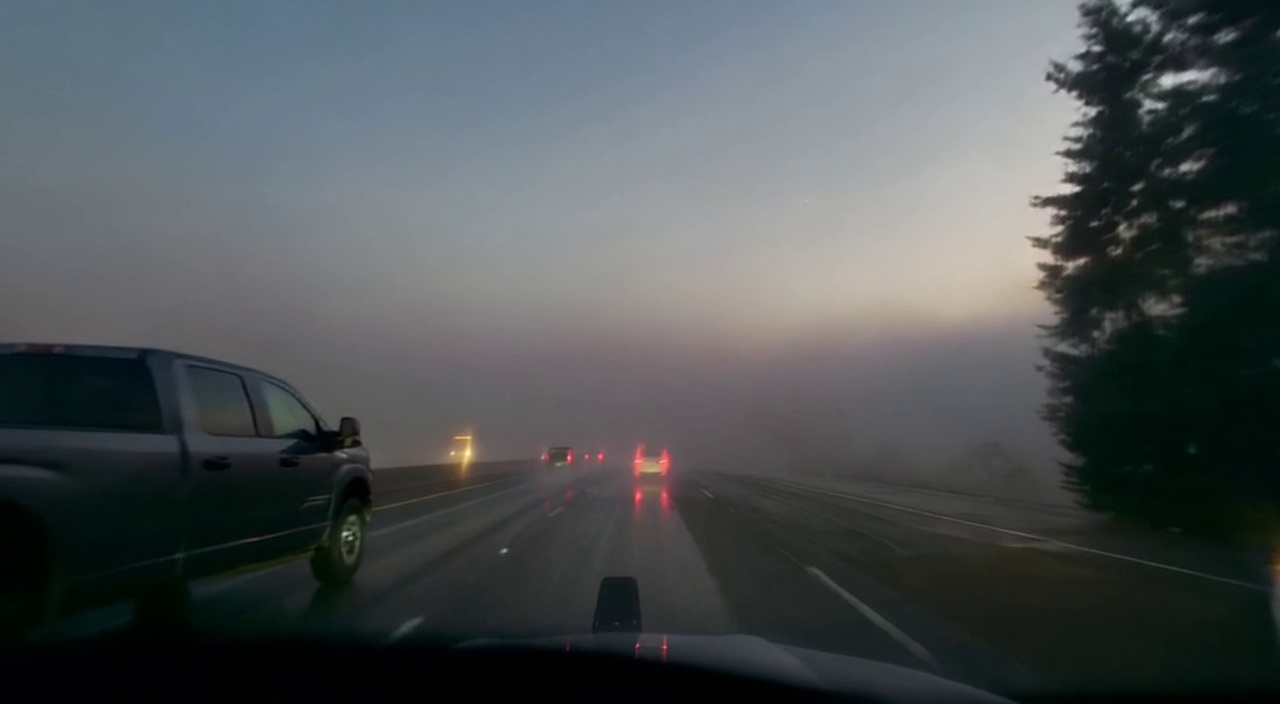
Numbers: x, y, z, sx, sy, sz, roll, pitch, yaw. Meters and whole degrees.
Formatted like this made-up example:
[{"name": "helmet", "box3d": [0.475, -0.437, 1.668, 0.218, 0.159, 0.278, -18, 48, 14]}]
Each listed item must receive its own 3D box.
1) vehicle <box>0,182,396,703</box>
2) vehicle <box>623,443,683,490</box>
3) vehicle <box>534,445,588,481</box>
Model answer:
[{"name": "vehicle", "box3d": [-4.031, 0.718, 4.011, 2.523, 2.458, 6.022, 0, -9, -1]}, {"name": "vehicle", "box3d": [0.424, 4.200, 23.290, 2.015, 1.526, 4.286, 0, -9, -1]}, {"name": "vehicle", "box3d": [-3.644, 5.184, 29.560, 1.940, 1.502, 4.463, 0, -9, 1]}]
